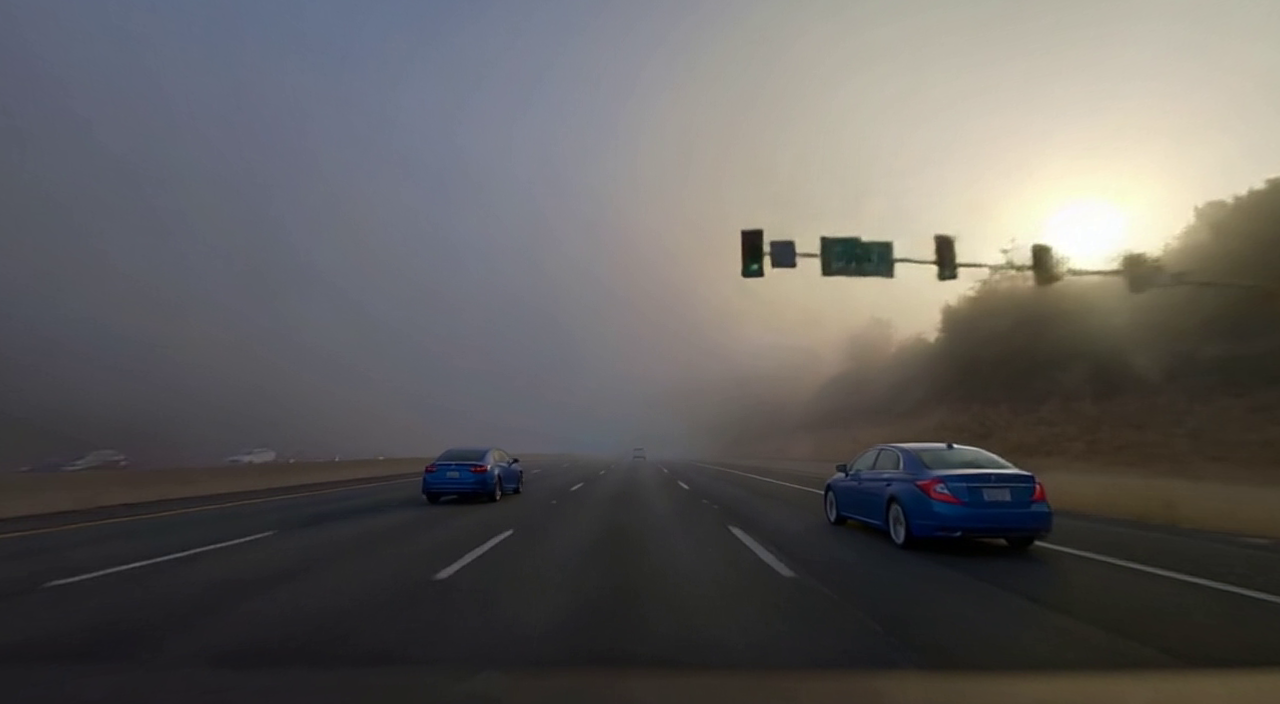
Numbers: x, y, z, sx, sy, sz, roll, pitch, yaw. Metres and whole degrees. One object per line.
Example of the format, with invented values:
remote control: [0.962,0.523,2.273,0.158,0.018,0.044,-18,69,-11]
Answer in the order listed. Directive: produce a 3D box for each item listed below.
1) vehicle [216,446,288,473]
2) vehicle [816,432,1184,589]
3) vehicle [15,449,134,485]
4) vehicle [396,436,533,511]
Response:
vehicle: [-29.115,8.050,47.436,2.097,1.888,5.155,0,-9,1]
vehicle: [4.152,1.884,8.500,2.049,1.481,4.774,0,-9,-1]
vehicle: [-28.917,5.860,32.388,2.116,1.660,4.279,0,-9,0]
vehicle: [-4.021,2.850,15.282,1.987,1.516,4.478,0,-9,1]
